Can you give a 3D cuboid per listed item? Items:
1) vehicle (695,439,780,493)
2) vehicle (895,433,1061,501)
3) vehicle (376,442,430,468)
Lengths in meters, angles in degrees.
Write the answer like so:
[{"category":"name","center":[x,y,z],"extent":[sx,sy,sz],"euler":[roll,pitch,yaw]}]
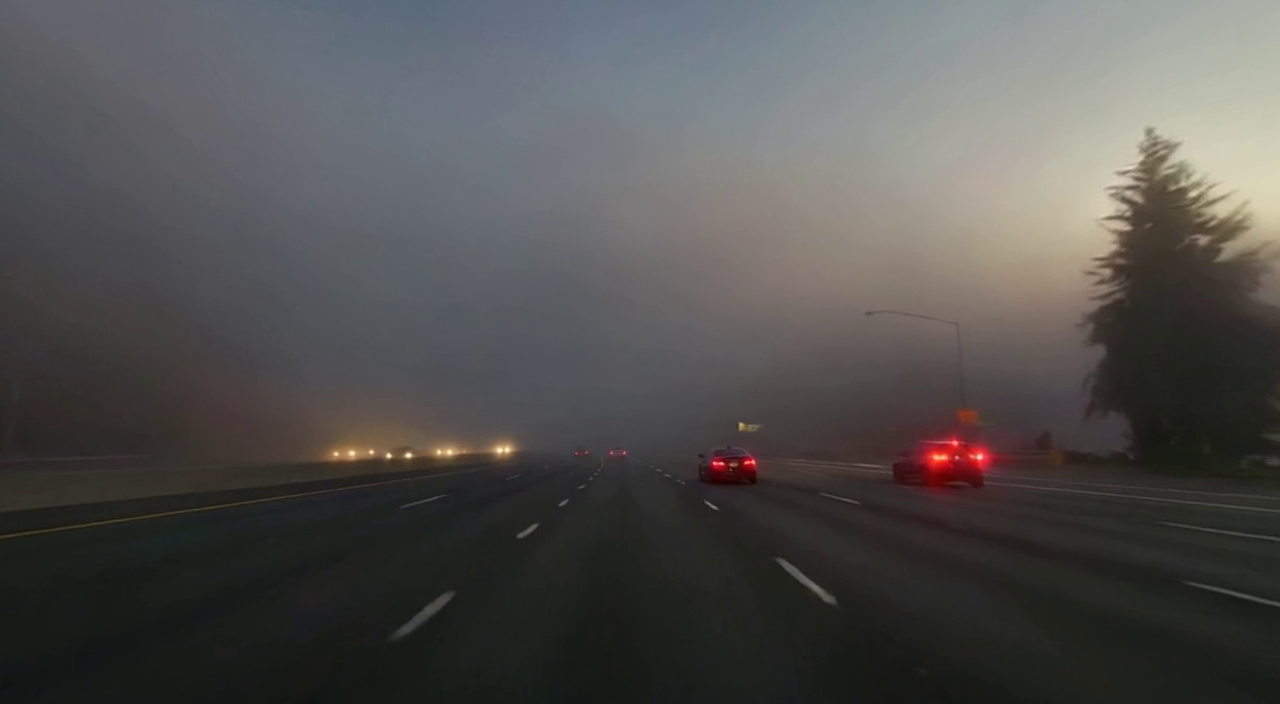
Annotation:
[{"category":"vehicle","center":[2.994,3.590,20.120],"extent":[1.975,1.562,3.823],"euler":[0,-9,-2]},{"category":"vehicle","center":[9.182,3.160,17.694],"extent":[1.909,1.634,4.739],"euler":[0,-9,-2]},{"category":"vehicle","center":[-18.087,7.882,48.333],"extent":[2.148,1.902,5.385],"euler":[0,-9,-2]}]
